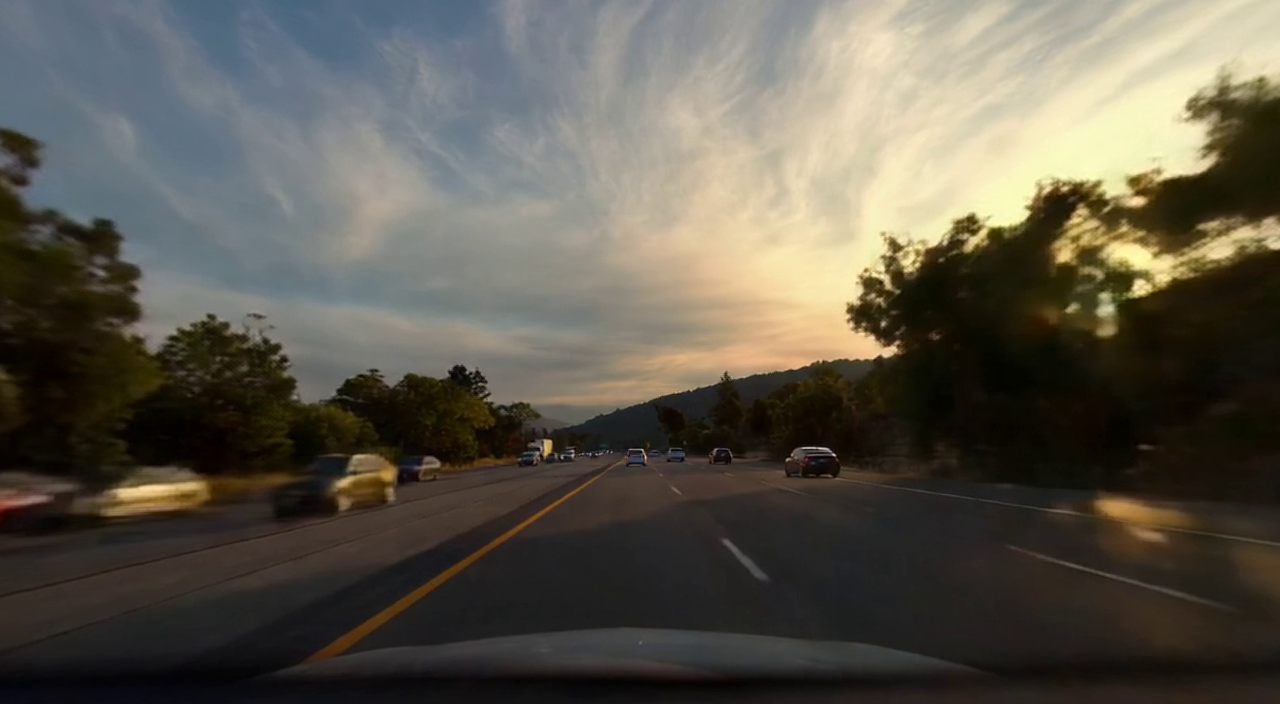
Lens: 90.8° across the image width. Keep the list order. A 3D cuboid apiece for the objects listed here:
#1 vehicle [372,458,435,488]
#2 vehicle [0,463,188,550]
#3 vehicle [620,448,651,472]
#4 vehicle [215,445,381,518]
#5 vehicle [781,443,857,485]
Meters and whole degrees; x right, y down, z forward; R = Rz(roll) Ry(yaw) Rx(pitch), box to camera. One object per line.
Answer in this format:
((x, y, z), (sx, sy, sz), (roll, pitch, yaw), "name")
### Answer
((-12.916, 6.622, 34.768), (1.810, 1.498, 4.320), (0, -9, 0), "vehicle")
((-12.507, 3.303, 14.079), (1.824, 1.548, 4.025), (0, -9, 0), "vehicle")
((-0.308, 7.340, 43.118), (2.021, 1.507, 4.272), (0, -9, 0), "vehicle")
((-8.846, 3.340, 16.839), (1.997, 1.658, 4.291), (0, -9, 0), "vehicle")
((7.186, 4.516, 25.746), (1.903, 1.566, 3.866), (0, -9, -1), "vehicle")
